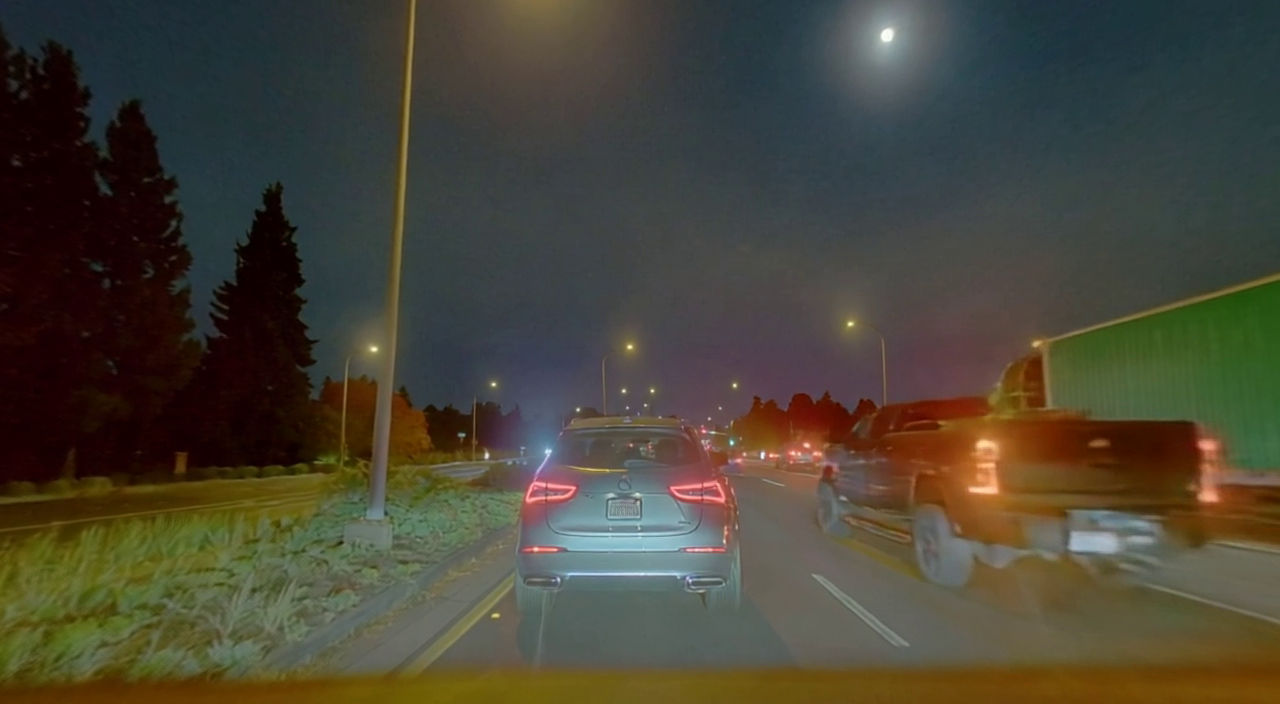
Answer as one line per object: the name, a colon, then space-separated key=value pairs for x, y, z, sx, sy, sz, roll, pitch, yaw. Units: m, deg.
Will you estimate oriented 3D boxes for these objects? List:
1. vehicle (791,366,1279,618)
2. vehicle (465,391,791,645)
vehicle: x=3.954 y=1.553 z=8.135 sx=2.440 sy=1.962 sz=6.363 roll=0 pitch=-8 yaw=0
vehicle: x=-0.090 y=1.414 z=6.321 sx=2.172 sy=1.694 sz=4.055 roll=0 pitch=-8 yaw=0
